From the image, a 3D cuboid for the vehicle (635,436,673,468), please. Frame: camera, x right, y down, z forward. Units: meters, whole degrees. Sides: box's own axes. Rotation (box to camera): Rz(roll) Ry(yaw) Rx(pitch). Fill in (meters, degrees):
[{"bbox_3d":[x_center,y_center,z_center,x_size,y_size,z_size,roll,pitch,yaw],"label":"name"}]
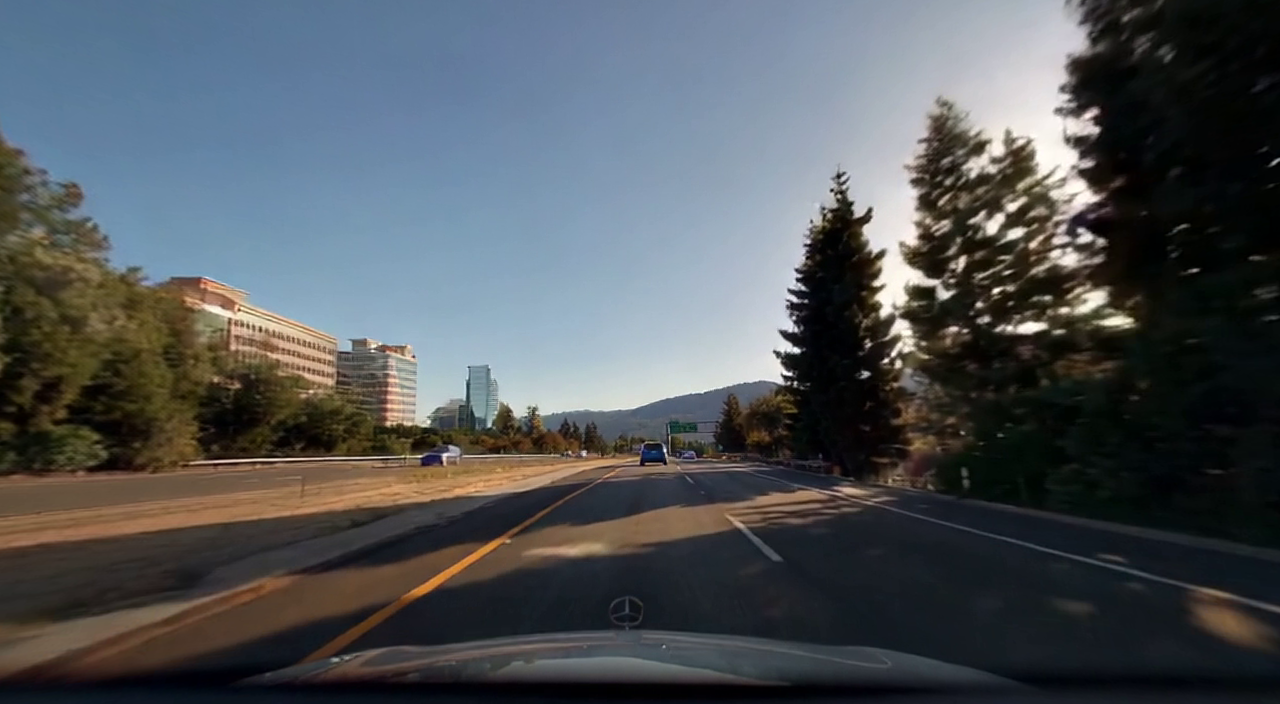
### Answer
[{"bbox_3d":[1.095,7.292,45.858,2.546,2.126,5.153,-1,-9,4],"label":"vehicle"}]
